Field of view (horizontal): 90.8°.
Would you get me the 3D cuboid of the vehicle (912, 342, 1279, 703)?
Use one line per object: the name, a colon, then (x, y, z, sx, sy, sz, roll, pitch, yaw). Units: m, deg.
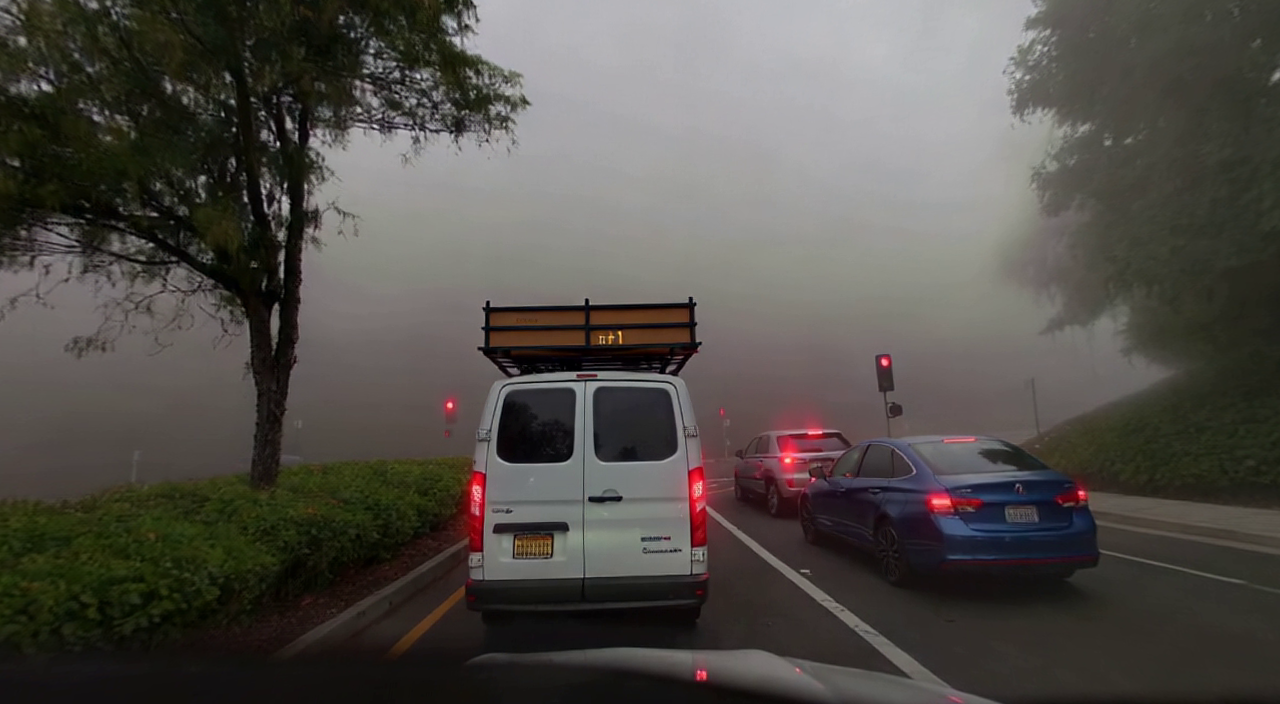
vehicle: (3.464, 0.943, 3.410, 1.965, 1.671, 4.146, 0, -9, -3)

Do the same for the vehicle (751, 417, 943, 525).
vehicle: (3.687, 2.213, 12.262, 2.024, 1.692, 4.252, 1, -9, -4)

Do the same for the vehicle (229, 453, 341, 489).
vehicle: (-17.413, 5.843, 31.234, 4.501, 1.613, 1.852, 3, -9, -20)

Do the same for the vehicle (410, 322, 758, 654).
vehicle: (-0.357, 1.154, 6.188, 2.145, 2.089, 4.309, 0, -9, 0)
